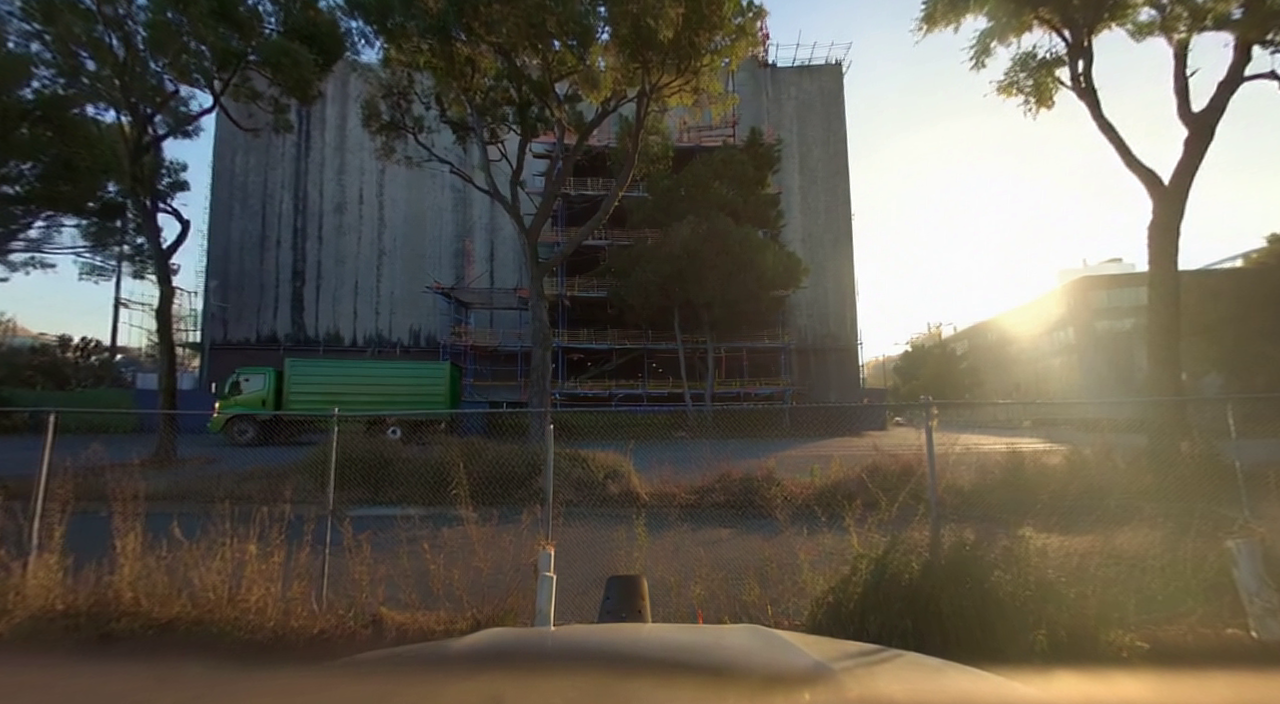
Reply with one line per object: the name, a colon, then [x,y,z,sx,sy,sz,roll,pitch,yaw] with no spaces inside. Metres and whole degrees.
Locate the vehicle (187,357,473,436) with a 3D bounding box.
vehicle: [-16.953,2.637,35.584,14.067,4.099,2.832,1,-9,-7]
